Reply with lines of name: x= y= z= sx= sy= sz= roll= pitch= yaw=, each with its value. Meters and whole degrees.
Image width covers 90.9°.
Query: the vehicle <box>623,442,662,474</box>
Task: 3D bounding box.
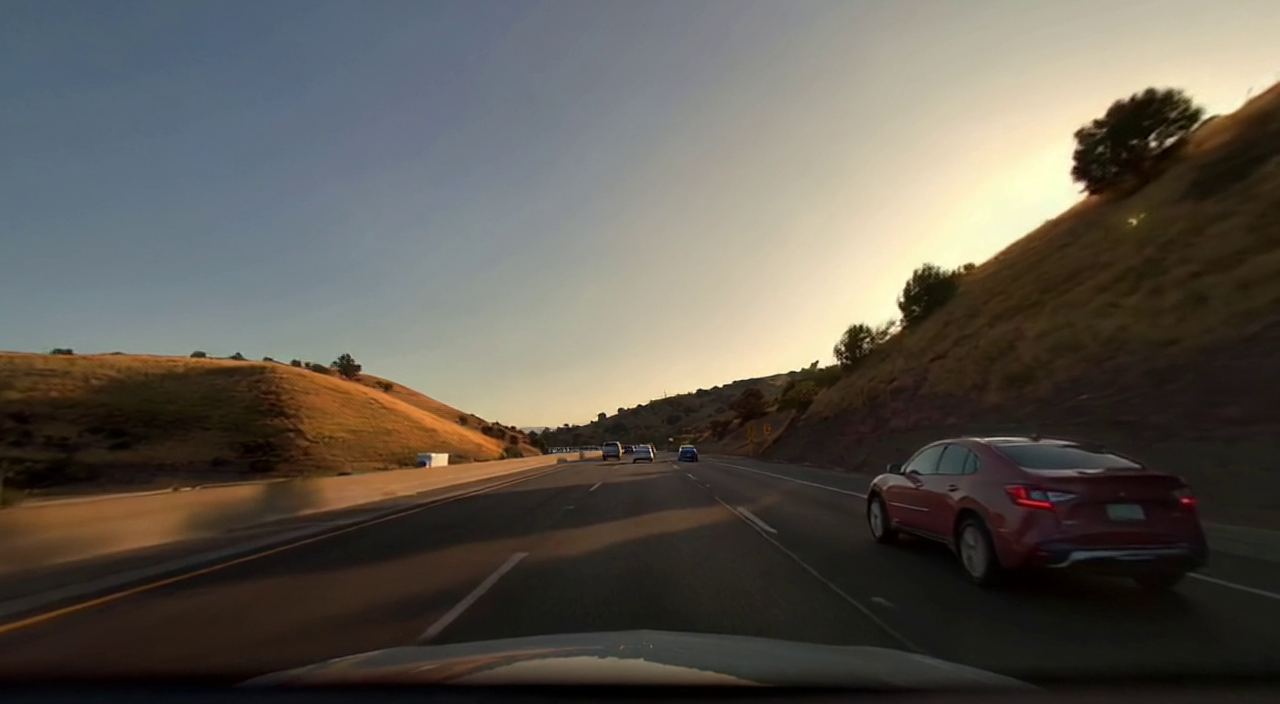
vehicle: x=0.163 y=5.684 z=34.163 sx=1.986 sy=1.576 sz=4.312 roll=0 pitch=-8 yaw=1

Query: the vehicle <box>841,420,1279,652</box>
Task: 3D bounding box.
vehicle: x=3.798 y=1.529 z=6.404 sx=2.020 sy=1.500 sz=4.416 roll=0 pitch=-8 yaw=0
